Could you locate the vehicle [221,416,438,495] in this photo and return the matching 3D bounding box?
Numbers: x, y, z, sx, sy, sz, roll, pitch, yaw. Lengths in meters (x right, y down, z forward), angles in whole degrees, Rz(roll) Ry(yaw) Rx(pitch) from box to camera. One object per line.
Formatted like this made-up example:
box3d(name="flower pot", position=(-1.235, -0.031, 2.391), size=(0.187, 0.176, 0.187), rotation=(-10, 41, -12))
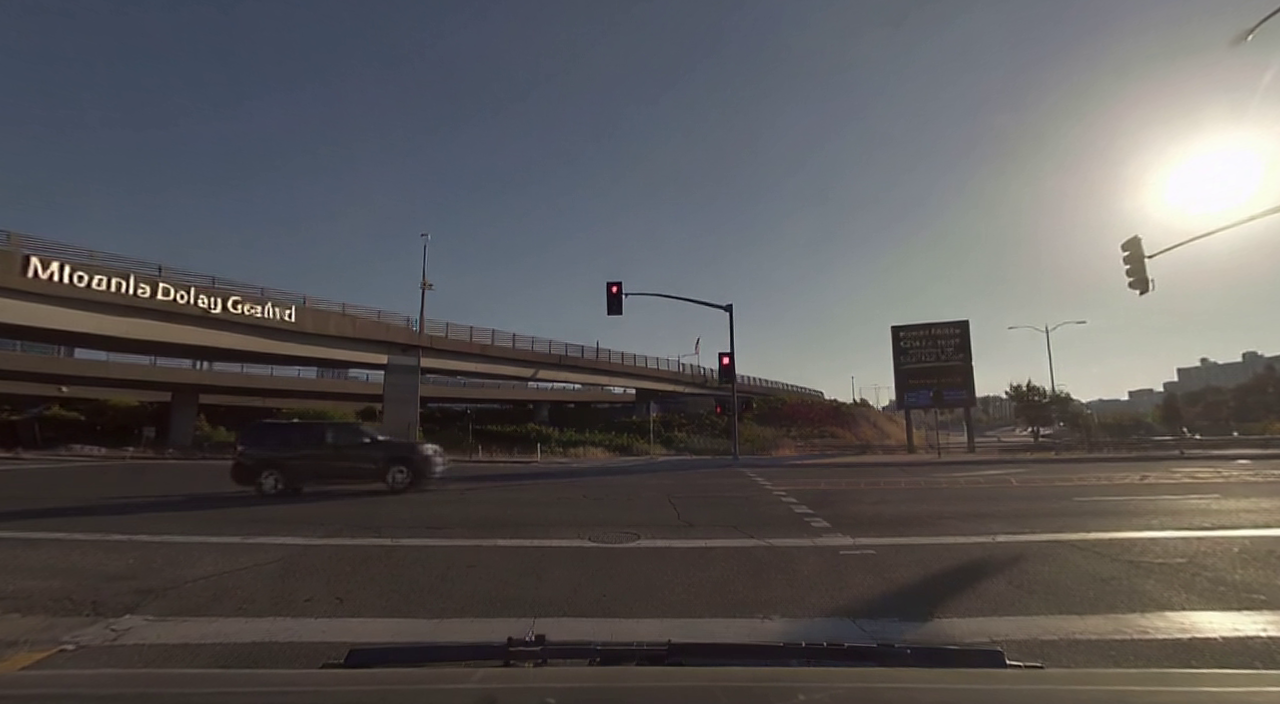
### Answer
box3d(name="vehicle", position=(-6.803, 2.311, 14.246), size=(3.897, 1.637, 1.832), rotation=(0, -8, -4))
